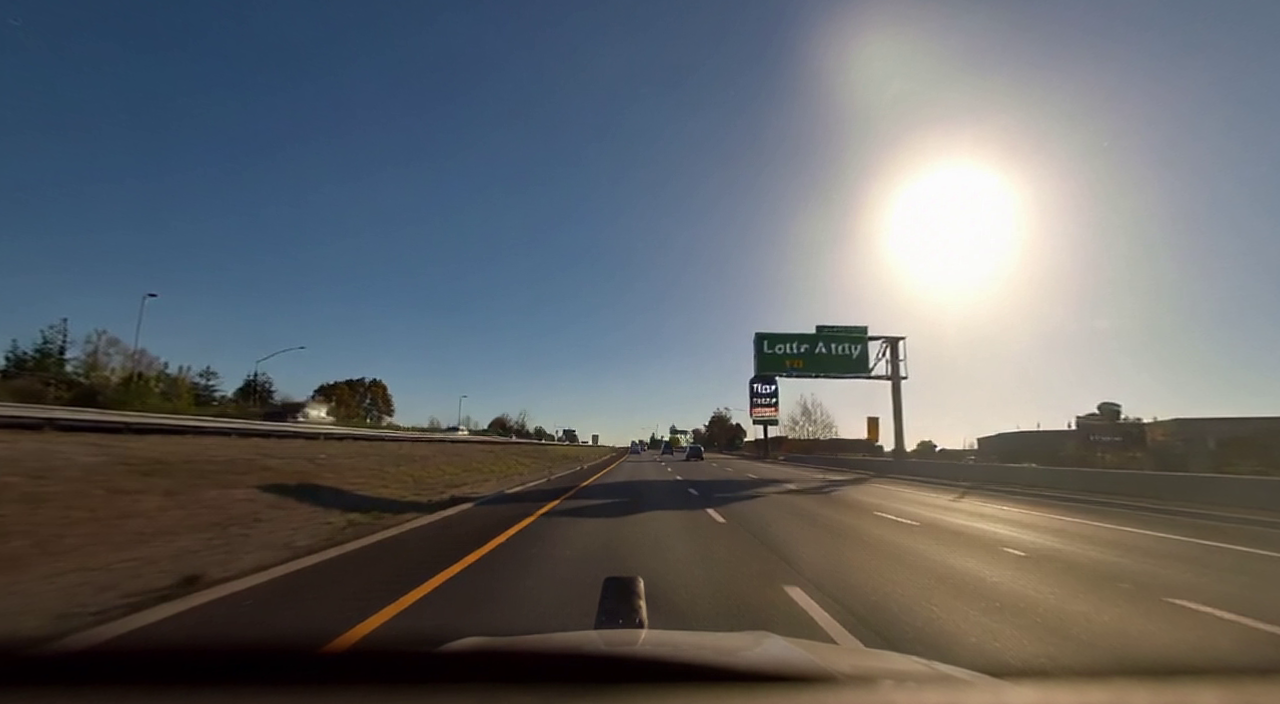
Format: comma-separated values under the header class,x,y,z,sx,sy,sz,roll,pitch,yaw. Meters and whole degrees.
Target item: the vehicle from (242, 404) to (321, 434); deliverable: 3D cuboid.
class,x,y,z,sx,sy,sz,roll,pitch,yaw
vehicle,-21.240,4.060,37.672,1.998,1.579,4.540,0,-9,0
